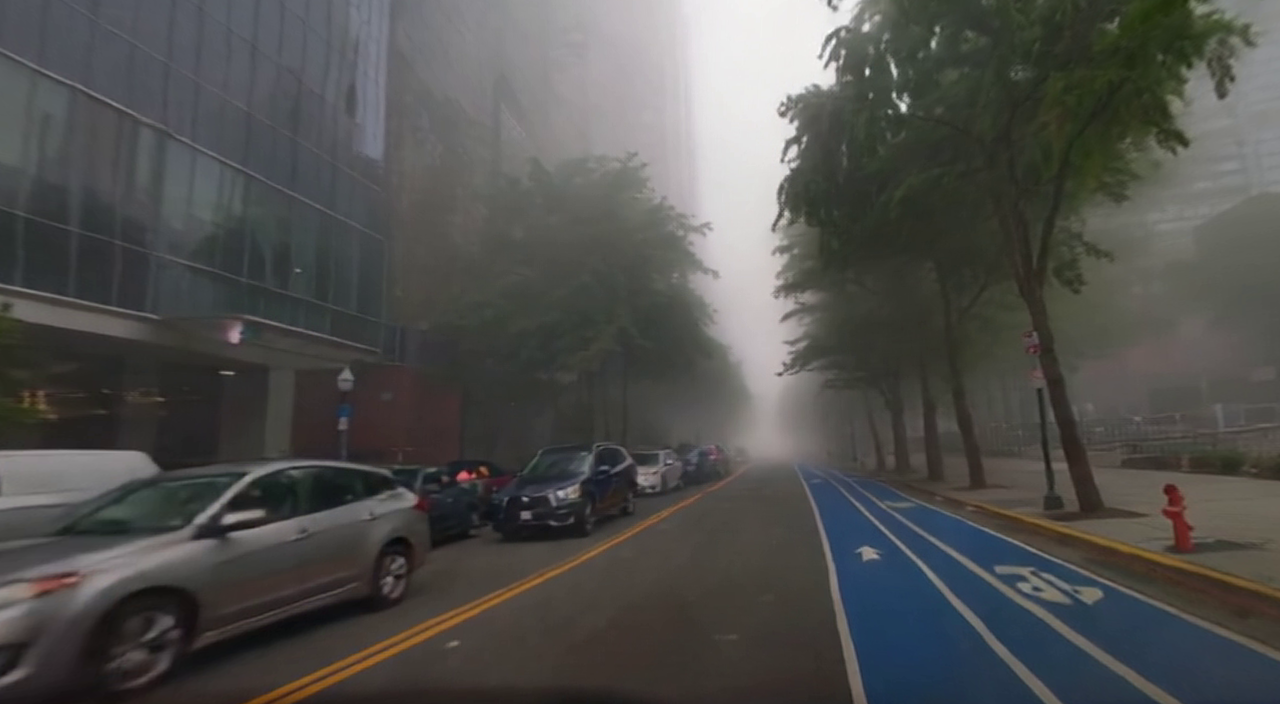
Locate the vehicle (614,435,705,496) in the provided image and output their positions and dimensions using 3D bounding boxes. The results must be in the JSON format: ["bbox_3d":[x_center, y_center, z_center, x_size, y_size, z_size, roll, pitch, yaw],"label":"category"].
[{"bbox_3d":[0.813,3.848,21.794,2.225,1.848,4.472,-2,-9,14],"label":"vehicle"}]

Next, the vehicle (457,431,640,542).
[{"bbox_3d":[-1.585,2.601,12.983,2.173,1.814,4.573,-2,-9,13],"label":"vehicle"}]

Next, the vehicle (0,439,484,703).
[{"bbox_3d":[-3.391,1.527,5.152,2.017,1.558,4.888,-2,-9,14],"label":"vehicle"}]
